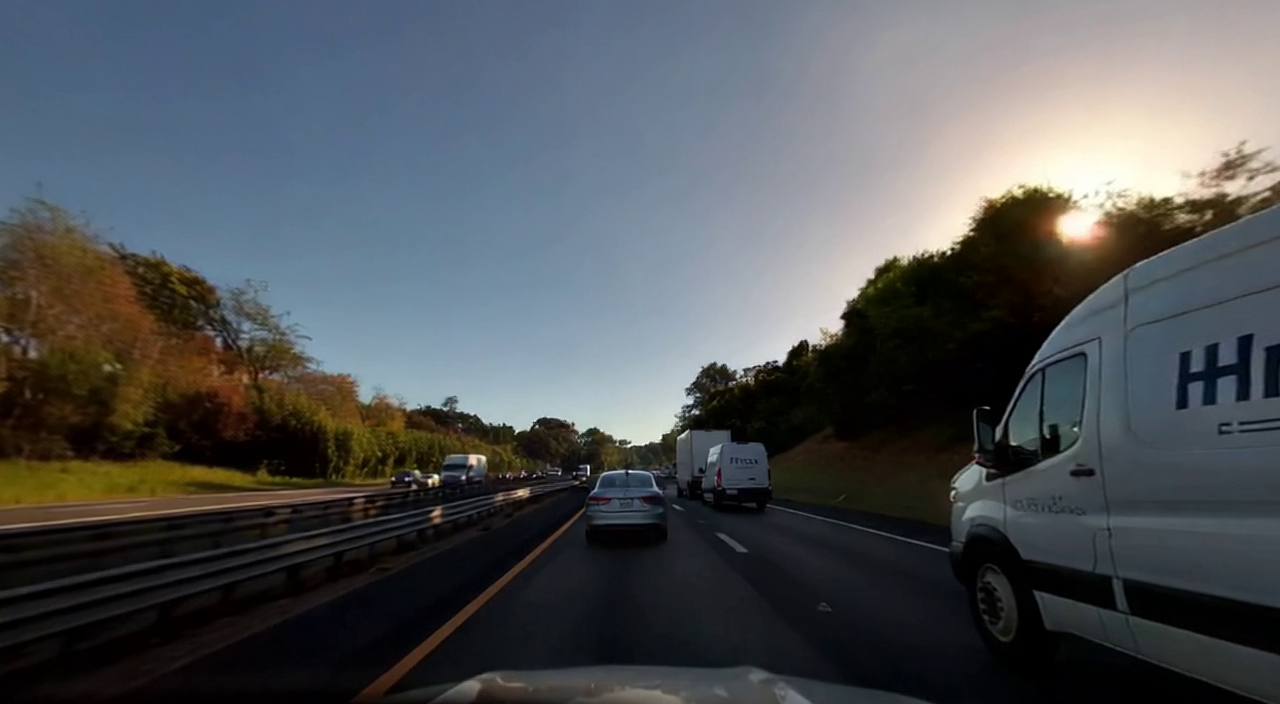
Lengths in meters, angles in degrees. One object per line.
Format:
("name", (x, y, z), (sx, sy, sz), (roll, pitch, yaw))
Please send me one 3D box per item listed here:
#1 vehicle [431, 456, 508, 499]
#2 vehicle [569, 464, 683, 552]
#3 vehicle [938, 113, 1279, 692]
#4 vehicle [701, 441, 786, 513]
("vehicle", (-6.834, 5.096, 25.711), (2.012, 1.601, 4.042), (1, -11, 0))
("vehicle", (-0.252, 3.046, 12.758), (1.980, 1.493, 3.410), (1, -11, -1))
("vehicle", (5.627, 0.315, 3.992), (2.890, 3.726, 9.269), (1, -11, 0))
("vehicle", (4.003, 5.010, 25.436), (2.328, 2.537, 5.290), (1, -11, -2))
